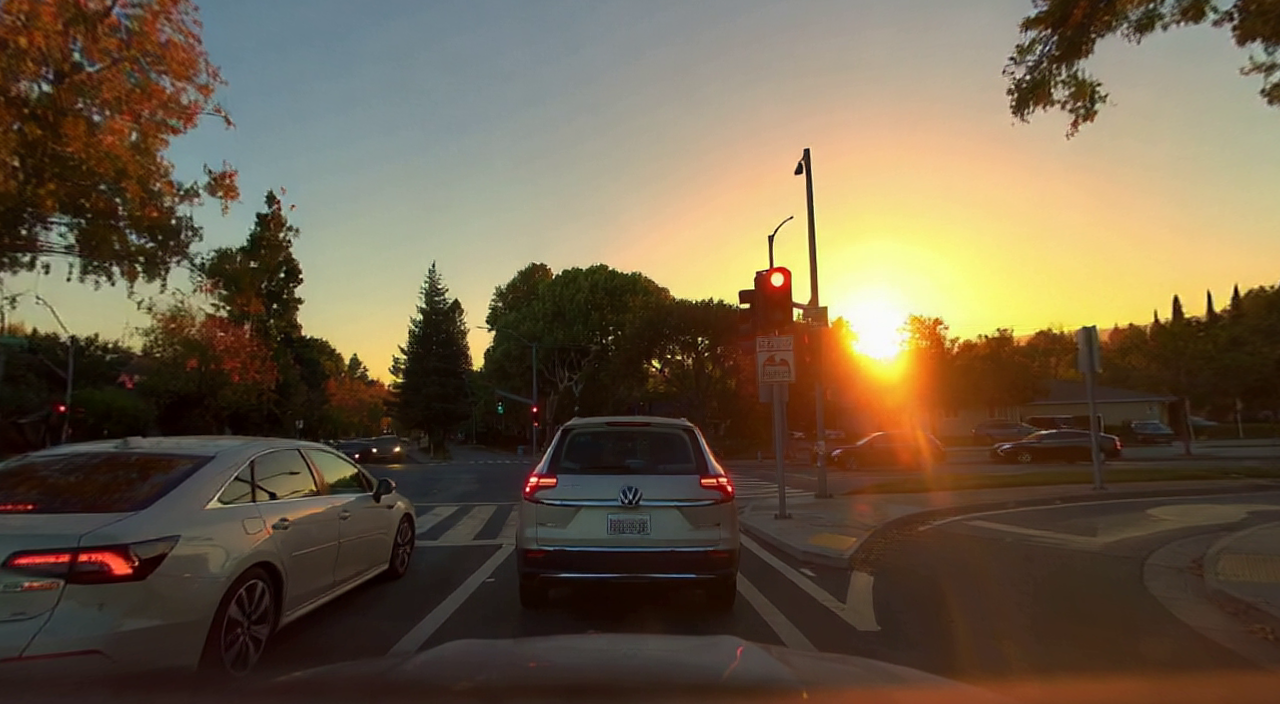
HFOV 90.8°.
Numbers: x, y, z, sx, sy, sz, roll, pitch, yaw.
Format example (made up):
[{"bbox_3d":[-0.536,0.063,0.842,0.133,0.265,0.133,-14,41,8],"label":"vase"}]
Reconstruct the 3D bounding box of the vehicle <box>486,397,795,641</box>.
[{"bbox_3d":[-0.141,1.468,6.558,2.154,1.670,4.140,1,-9,-4],"label":"vehicle"}]

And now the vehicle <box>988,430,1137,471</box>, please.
[{"bbox_3d":[17.430,4.097,26.279,4.670,1.616,1.926,-1,-9,6],"label":"vehicle"}]

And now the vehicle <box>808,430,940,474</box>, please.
[{"bbox_3d":[9.895,4.280,27.106,4.887,1.769,2.035,-1,-9,6],"label":"vehicle"}]

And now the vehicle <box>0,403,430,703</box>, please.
[{"bbox_3d":[-3.290,1.273,4.698,2.035,1.492,4.415,0,-9,-2],"label":"vehicle"}]
